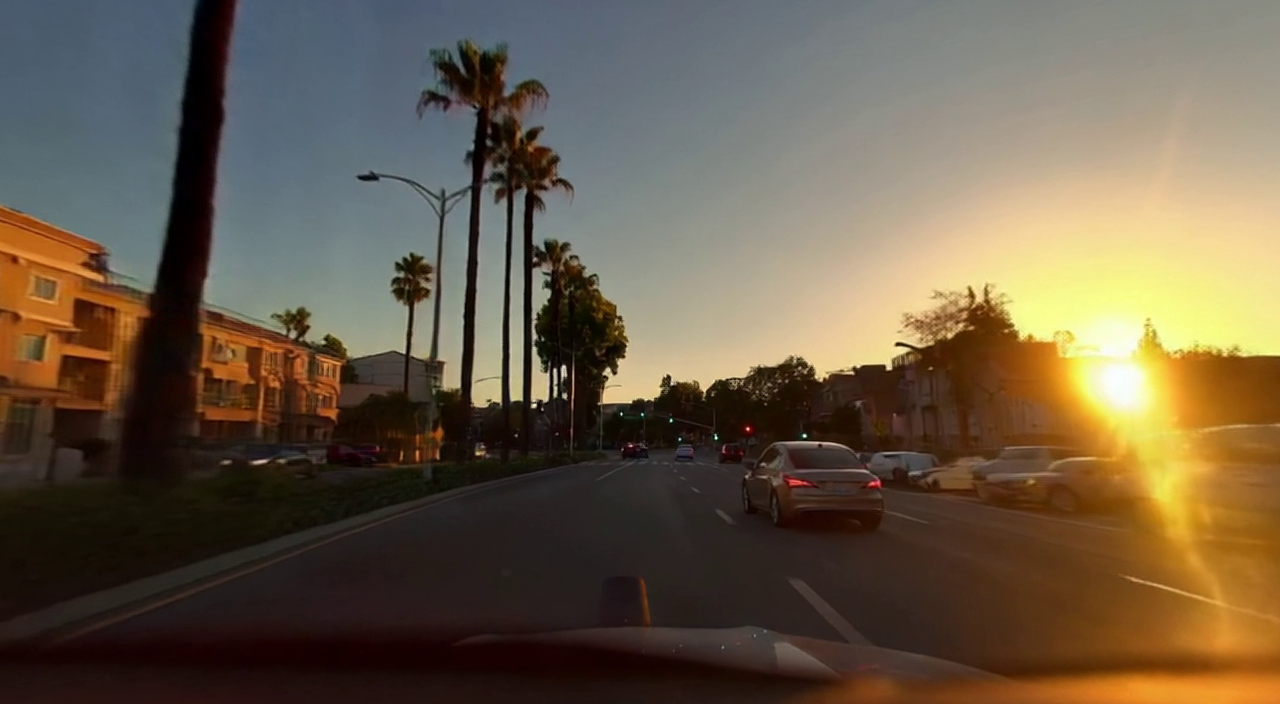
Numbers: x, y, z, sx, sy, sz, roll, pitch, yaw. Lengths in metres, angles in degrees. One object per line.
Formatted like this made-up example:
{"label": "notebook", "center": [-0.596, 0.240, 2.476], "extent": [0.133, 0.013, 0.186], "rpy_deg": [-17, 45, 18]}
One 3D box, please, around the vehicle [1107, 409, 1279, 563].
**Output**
{"label": "vehicle", "center": [9.954, 1.798, 8.425], "extent": [2.618, 2.048, 6.195], "rpy_deg": [0, -9, 0]}

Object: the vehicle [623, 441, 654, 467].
{"label": "vehicle", "center": [-0.067, 7.254, 44.958], "extent": [2.087, 1.709, 4.076], "rpy_deg": [0, -9, 1]}

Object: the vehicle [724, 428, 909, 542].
{"label": "vehicle", "center": [2.846, 2.251, 11.324], "extent": [2.009, 1.639, 4.267], "rpy_deg": [0, -9, -1]}

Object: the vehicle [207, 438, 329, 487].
{"label": "vehicle", "center": [-15.549, 4.625, 26.741], "extent": [2.180, 1.830, 4.924], "rpy_deg": [0, -9, -1]}

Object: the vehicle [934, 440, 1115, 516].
{"label": "vehicle", "center": [10.125, 3.307, 17.150], "extent": [1.982, 1.766, 4.555], "rpy_deg": [0, -9, -1]}
